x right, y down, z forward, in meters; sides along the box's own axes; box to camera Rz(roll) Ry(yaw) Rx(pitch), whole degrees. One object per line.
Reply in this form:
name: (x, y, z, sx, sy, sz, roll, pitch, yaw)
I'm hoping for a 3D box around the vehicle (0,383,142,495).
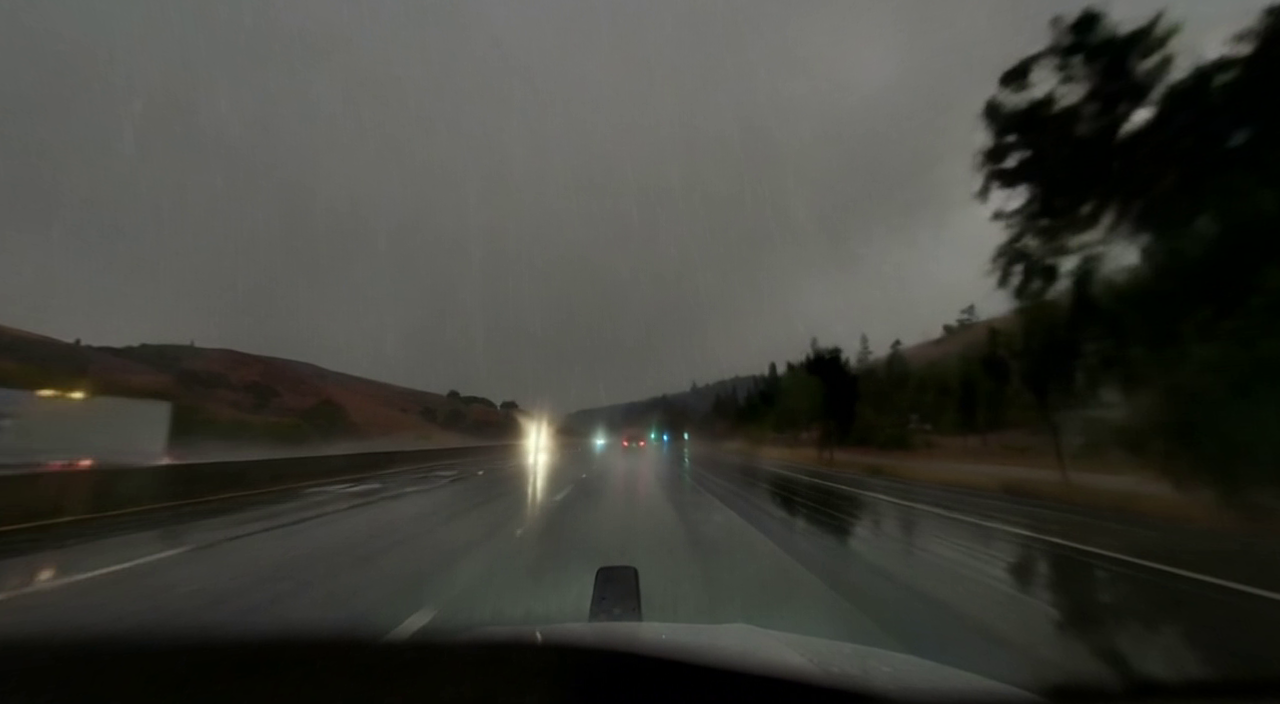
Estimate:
vehicle: (-23.146, 2.933, 21.139, 3.093, 3.762, 12.209, 0, -8, -2)
